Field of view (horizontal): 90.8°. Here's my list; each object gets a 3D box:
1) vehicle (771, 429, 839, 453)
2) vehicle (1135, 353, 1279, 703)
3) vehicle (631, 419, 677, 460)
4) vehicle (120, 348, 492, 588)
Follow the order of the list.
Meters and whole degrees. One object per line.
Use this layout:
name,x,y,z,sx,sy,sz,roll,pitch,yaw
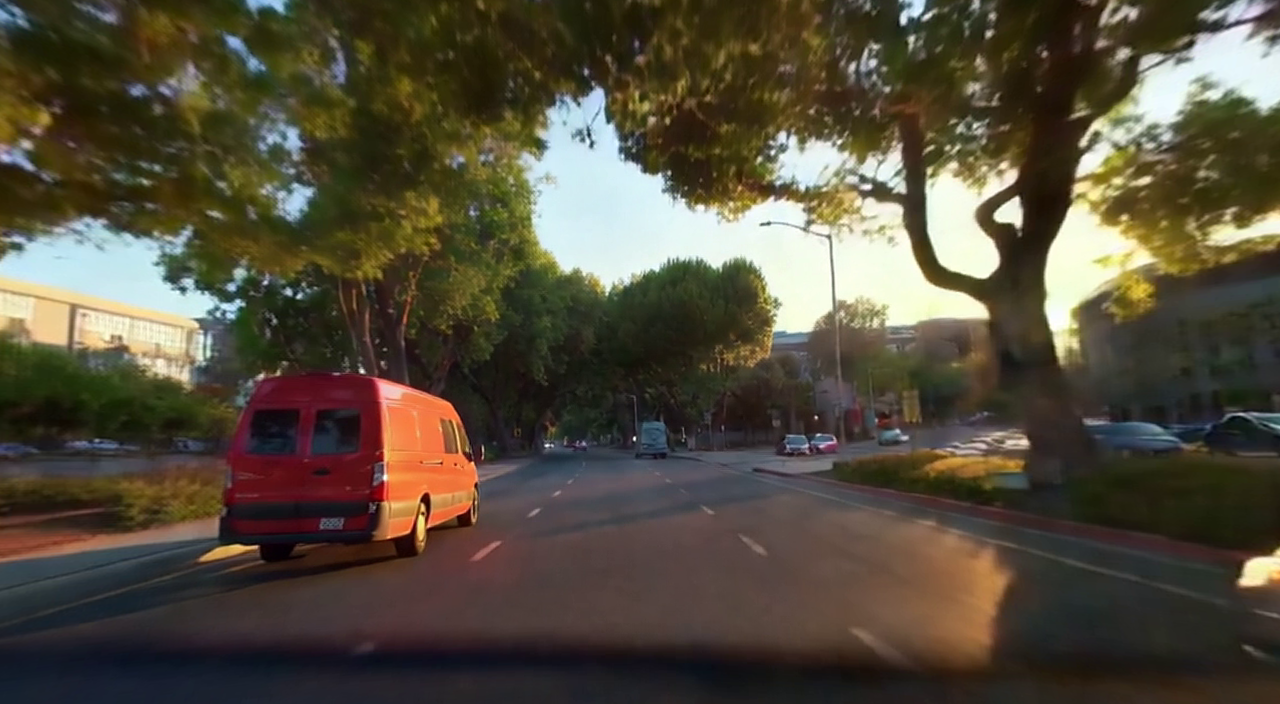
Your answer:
vehicle,11.671,6.328,44.842,4.117,1.627,2.086,1,-9,-6
vehicle,3.785,0.598,1.068,2.087,1.658,4.612,0,-8,-1
vehicle,0.823,5.887,42.328,2.397,2.566,5.324,1,-9,-6
vehicle,-3.630,1.396,8.215,2.420,2.227,4.499,0,-8,-2
